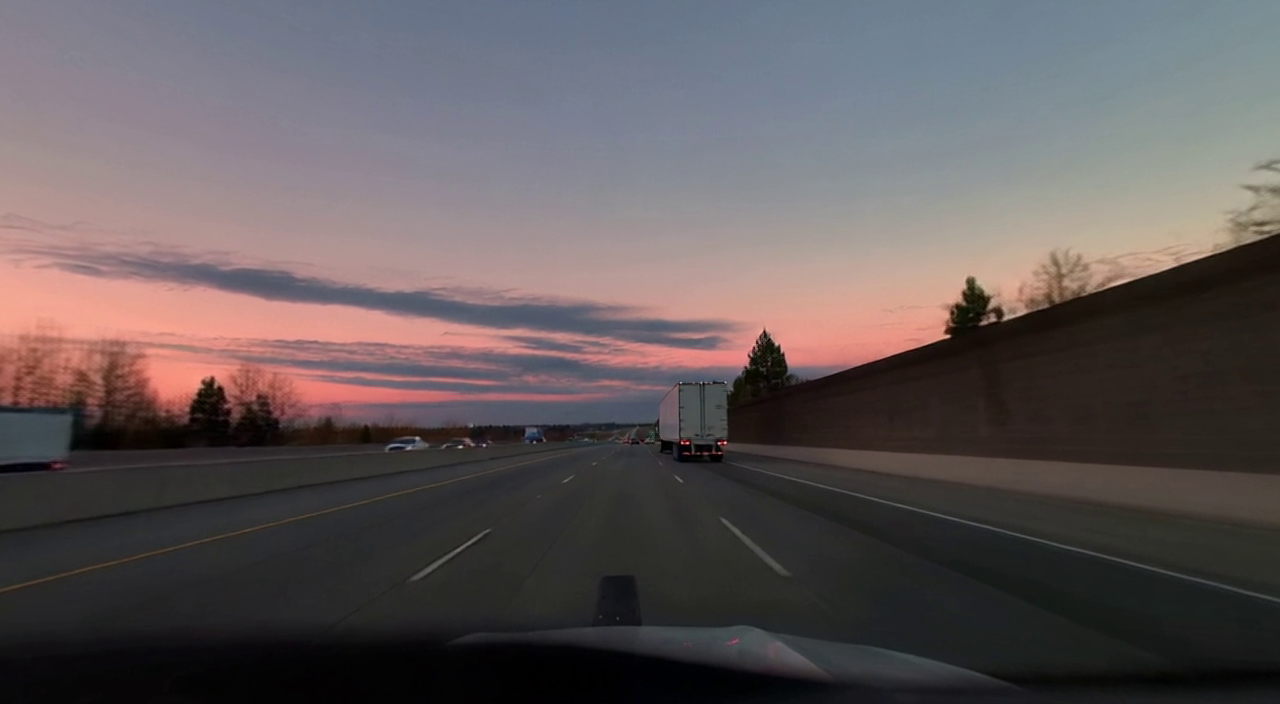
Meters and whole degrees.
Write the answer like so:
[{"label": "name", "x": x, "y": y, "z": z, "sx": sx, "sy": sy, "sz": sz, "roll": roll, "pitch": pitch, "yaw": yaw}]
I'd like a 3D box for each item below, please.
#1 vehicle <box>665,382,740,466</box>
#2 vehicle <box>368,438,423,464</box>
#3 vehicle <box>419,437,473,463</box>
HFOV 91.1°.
[{"label": "vehicle", "x": 3.424, "y": 4.615, "z": 39.380, "sx": 2.979, "sy": 4.161, "sz": 15.508, "roll": 0, "pitch": -7, "yaw": -1}, {"label": "vehicle", "x": -15.992, "y": 6.453, "z": 41.290, "sx": 1.905, "sy": 1.641, "sz": 4.417, "roll": 0, "pitch": -8, "yaw": -1}, {"label": "vehicle", "x": -12.291, "y": 6.207, "z": 40.171, "sx": 1.993, "sy": 1.570, "sz": 4.855, "roll": 0, "pitch": -8, "yaw": -1}]
